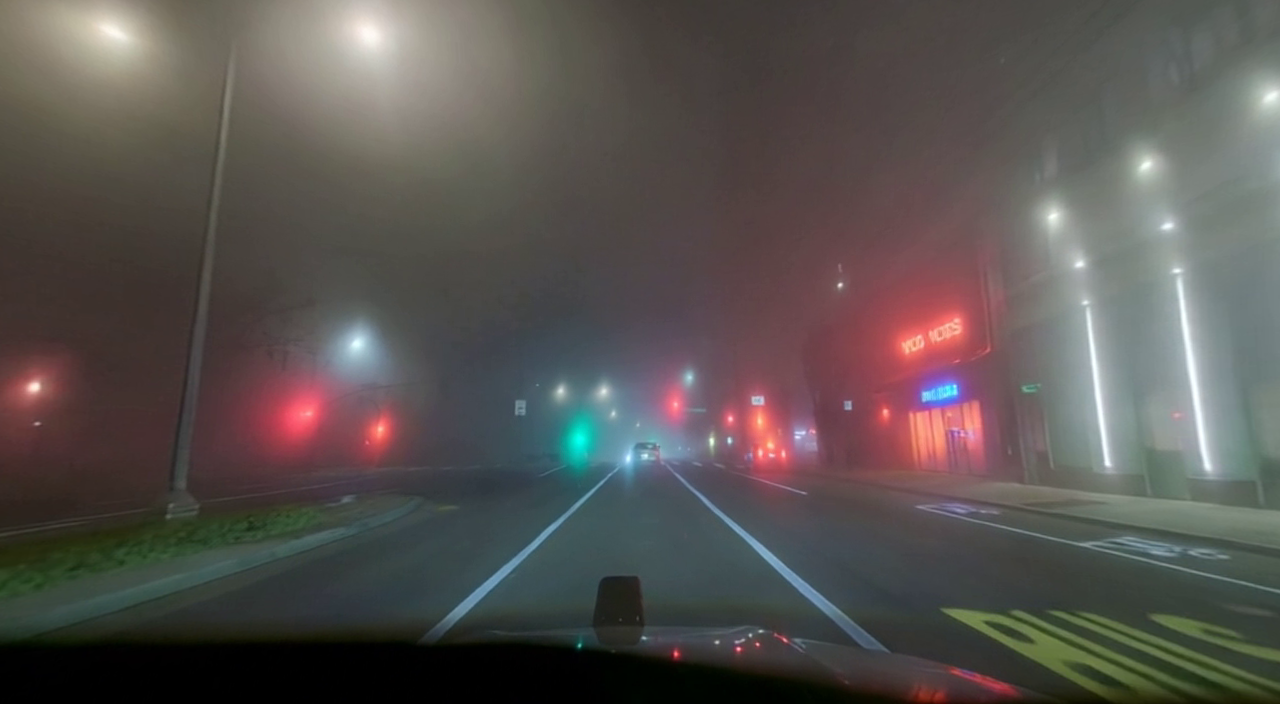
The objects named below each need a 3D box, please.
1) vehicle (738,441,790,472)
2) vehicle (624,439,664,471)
[{"bbox_3d":[7.431,6.328,38.447,1.987,1.772,4.749,0,-9,-3],"label":"vehicle"},{"bbox_3d":[0.295,6.065,37.418,2.223,1.775,4.250,0,-9,1],"label":"vehicle"}]
